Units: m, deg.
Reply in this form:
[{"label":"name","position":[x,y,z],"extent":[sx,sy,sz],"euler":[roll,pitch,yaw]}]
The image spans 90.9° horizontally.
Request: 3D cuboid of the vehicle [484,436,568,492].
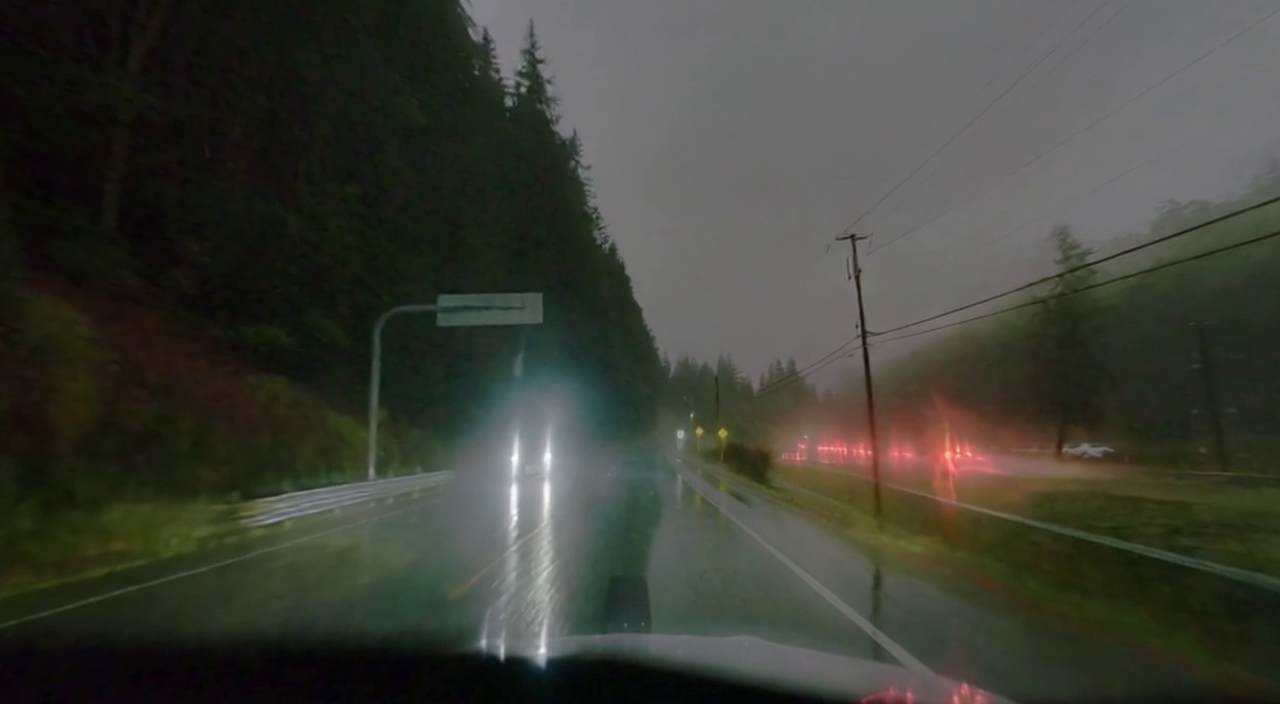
[{"label":"vehicle","position":[-3.776,3.779,21.656],"extent":[2.074,1.679,4.293],"euler":[0,-8,0]}]
